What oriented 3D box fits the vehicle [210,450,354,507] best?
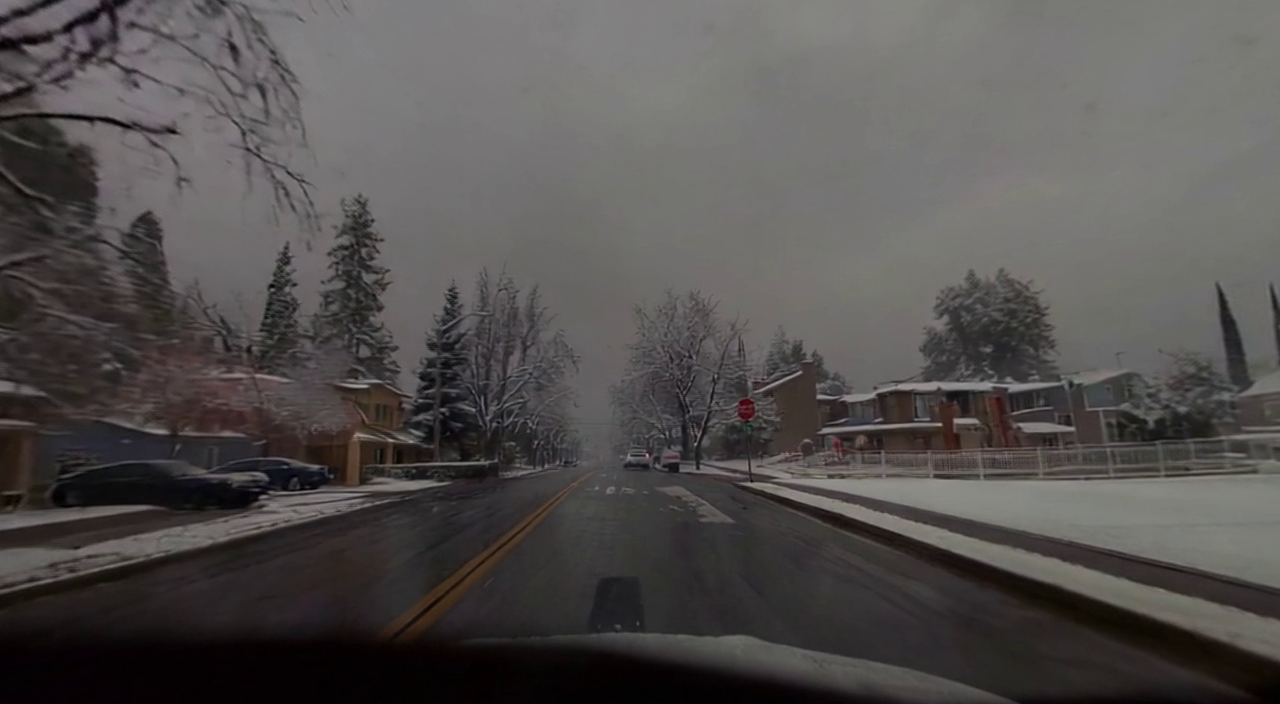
[{"bbox_3d":[-17.157,6.015,30.454,5.586,2.532,2.444,-1,-8,8],"label":"vehicle"}]

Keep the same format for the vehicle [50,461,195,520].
[{"bbox_3d":[-26.399,7.060,32.317,5.794,2.630,2.500,-4,-9,12],"label":"vehicle"}]

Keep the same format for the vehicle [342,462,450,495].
[{"bbox_3d":[-12.350,6.404,32.138,4.676,1.484,2.068,-2,-8,12],"label":"vehicle"}]

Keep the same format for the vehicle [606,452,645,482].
[{"bbox_3d":[-0.848,6.298,34.878,2.022,1.481,4.050,0,-8,-3],"label":"vehicle"}]
